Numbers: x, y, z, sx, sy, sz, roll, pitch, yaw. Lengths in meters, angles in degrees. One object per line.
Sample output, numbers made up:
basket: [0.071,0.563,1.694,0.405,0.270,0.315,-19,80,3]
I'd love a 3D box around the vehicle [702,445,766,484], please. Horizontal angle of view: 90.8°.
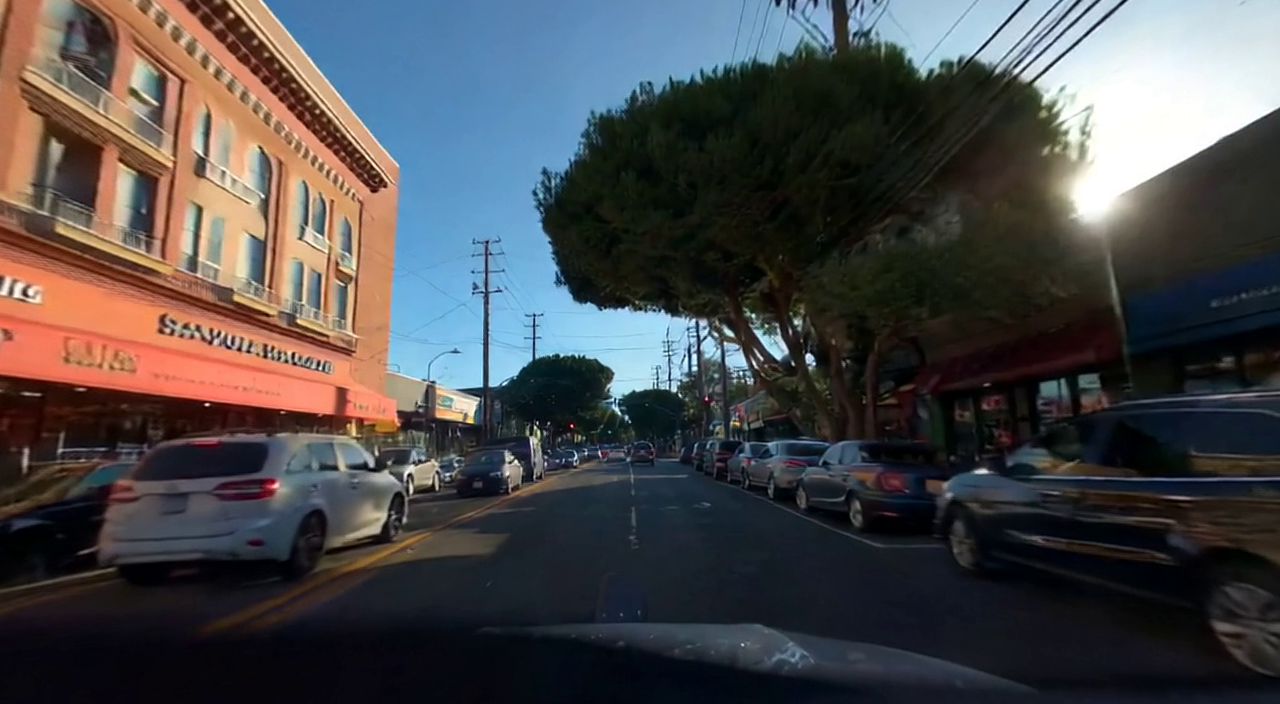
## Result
vehicle: [4.018,4.856,27.632,1.921,1.440,4.382,-1,-8,-3]

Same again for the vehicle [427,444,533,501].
vehicle: [-4.650,3.558,19.139,2.053,1.485,4.540,0,-8,0]

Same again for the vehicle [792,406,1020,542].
vehicle: [4.554,2.173,11.943,2.044,1.990,5.035,0,-8,-1]

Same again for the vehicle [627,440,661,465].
vehicle: [0.228,7.756,48.946,2.440,1.882,4.611,0,-8,-2]

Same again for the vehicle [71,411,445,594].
vehicle: [-4.628,1.879,8.933,2.341,1.825,4.924,0,-8,-2]

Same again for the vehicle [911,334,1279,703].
vehicle: [4.575,1.182,5.314,2.243,1.992,5.087,0,-8,-1]
